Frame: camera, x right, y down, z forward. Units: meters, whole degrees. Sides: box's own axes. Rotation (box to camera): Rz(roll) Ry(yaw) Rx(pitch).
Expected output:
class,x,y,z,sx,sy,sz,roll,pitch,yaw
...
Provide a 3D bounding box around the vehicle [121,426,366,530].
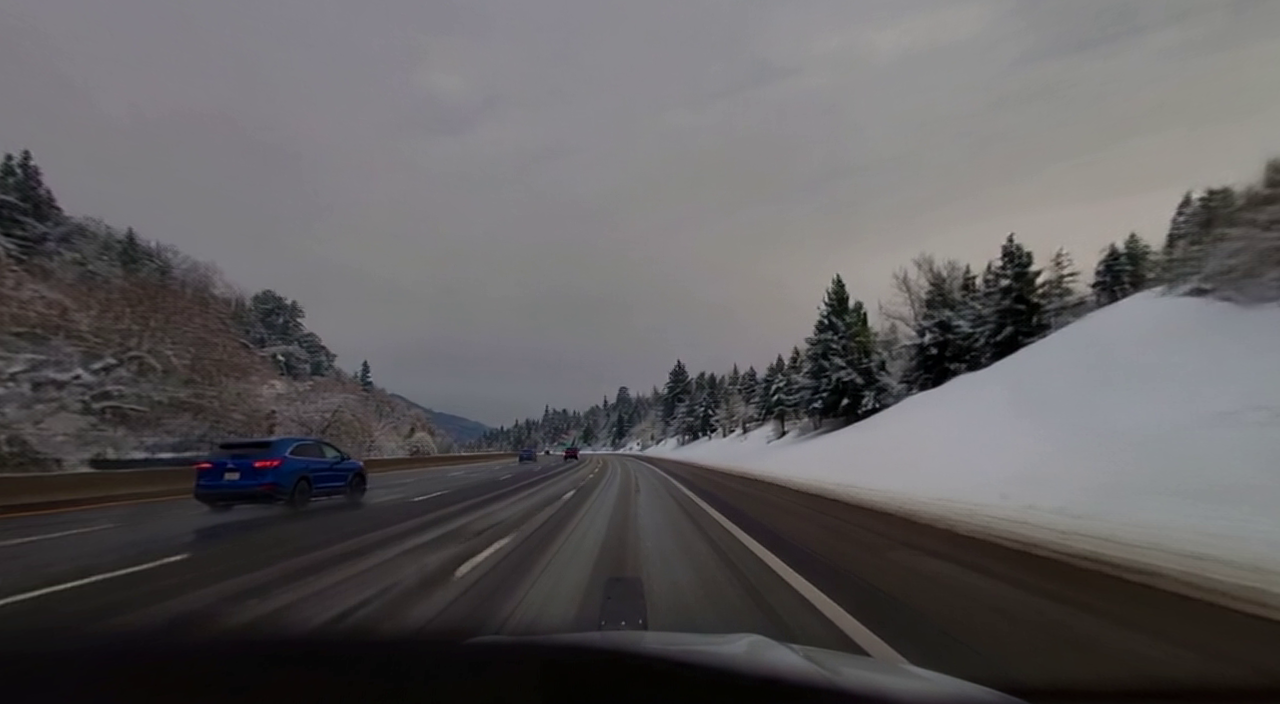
class,x,y,z,sx,sy,sz,roll,pitch,yaw
vehicle,-7.646,2.461,12.892,2.046,1.712,4.533,0,-9,0
